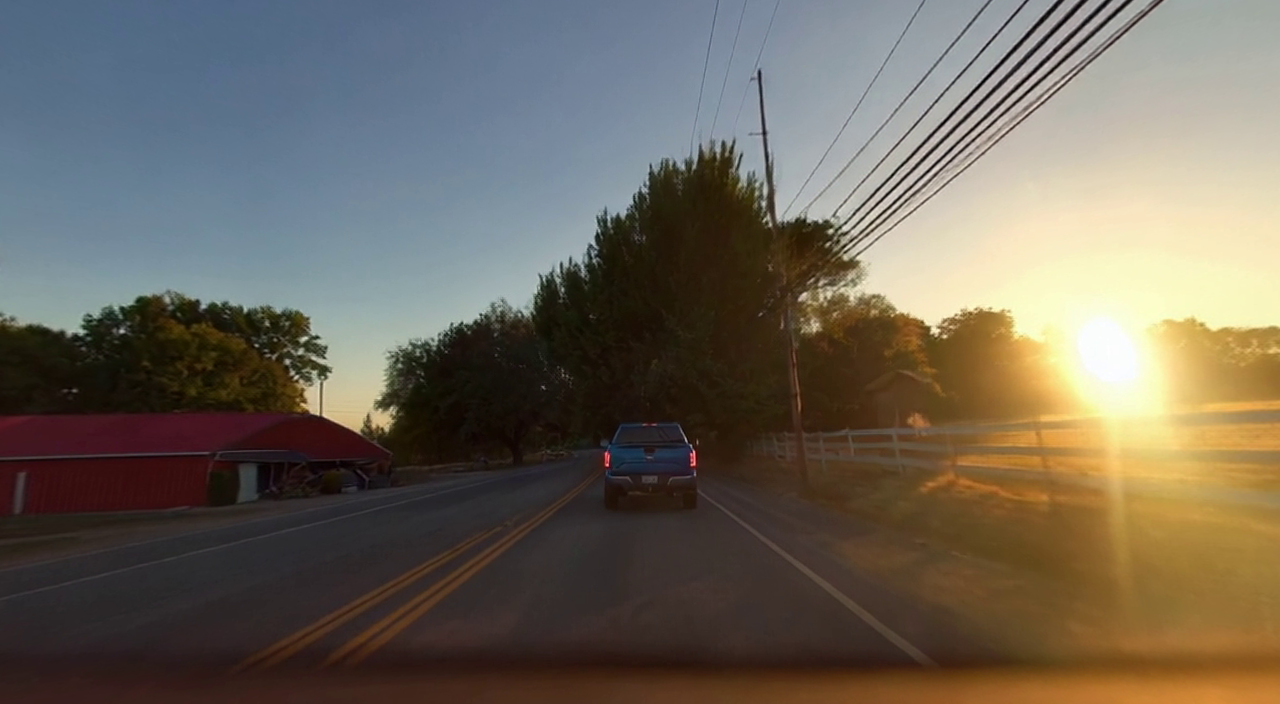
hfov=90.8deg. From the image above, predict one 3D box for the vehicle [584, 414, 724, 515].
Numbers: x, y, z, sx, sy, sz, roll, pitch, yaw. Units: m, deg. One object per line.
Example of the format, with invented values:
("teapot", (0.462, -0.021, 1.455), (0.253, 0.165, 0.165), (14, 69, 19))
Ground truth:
("vehicle", (0.230, 2.660, 15.479), (2.693, 1.941, 6.356), (0, -9, -1))
